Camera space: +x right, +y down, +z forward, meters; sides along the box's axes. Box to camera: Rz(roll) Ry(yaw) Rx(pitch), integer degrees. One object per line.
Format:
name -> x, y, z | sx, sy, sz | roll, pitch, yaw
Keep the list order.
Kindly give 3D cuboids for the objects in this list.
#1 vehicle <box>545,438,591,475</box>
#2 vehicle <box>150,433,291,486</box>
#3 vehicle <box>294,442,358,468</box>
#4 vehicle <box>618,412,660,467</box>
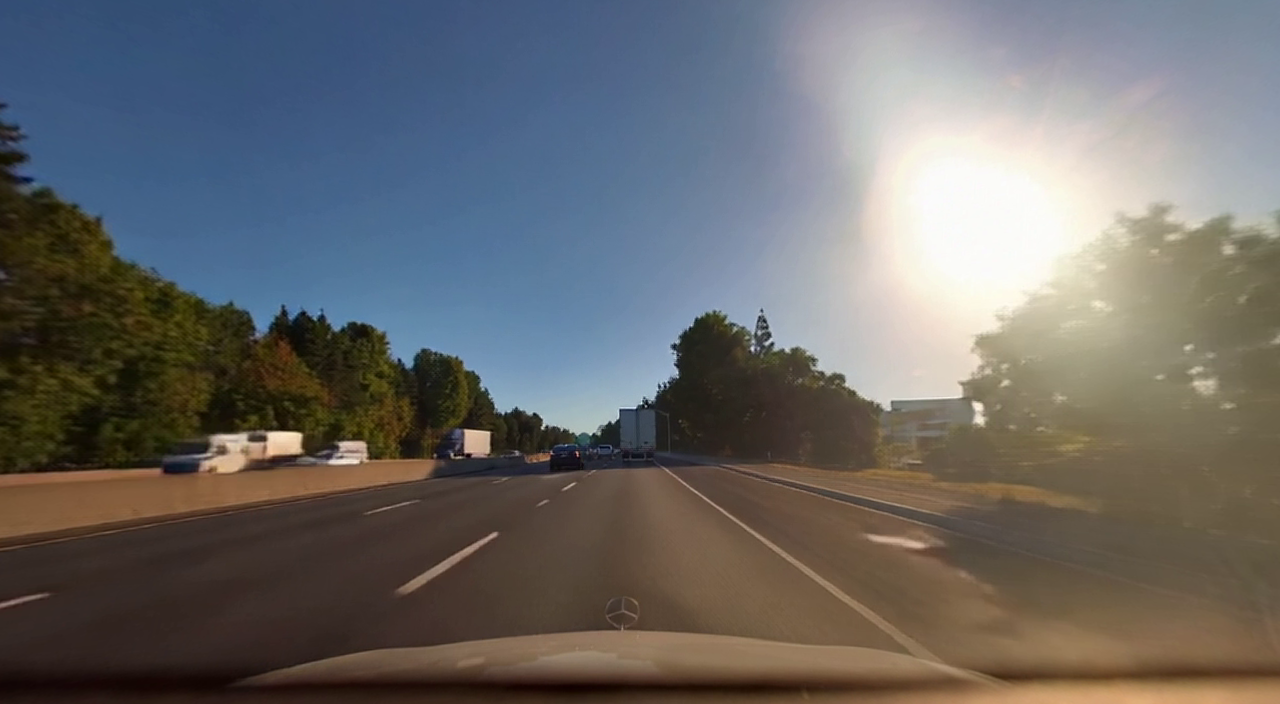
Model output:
vehicle -> -3.883, 5.757, 34.904 | 2.139, 1.925, 4.312 | 0, -9, -2
vehicle -> -20.954, 5.416, 32.103 | 2.519, 2.340, 6.853 | 0, -9, -1
vehicle -> -21.055, 6.935, 42.542 | 1.908, 1.653, 4.750 | 0, -9, -1
vehicle -> -0.299, 7.002, 49.792 | 2.884, 3.760, 12.850 | 0, -9, -2
